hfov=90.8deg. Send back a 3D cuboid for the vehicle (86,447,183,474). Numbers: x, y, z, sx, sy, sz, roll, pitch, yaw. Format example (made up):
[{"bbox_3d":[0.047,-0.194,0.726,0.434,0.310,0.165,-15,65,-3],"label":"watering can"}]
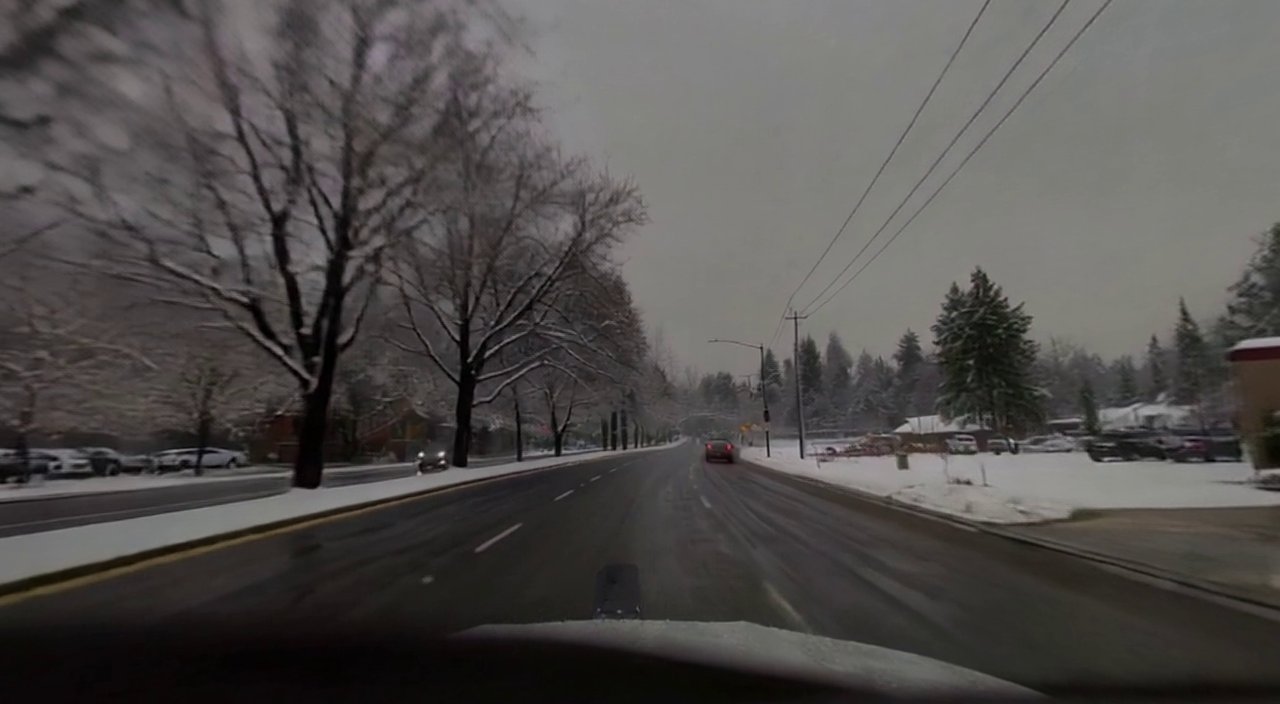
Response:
[{"bbox_3d":[-30.485,6.535,38.305,1.884,1.490,4.627,0,-9,2],"label":"vehicle"}]

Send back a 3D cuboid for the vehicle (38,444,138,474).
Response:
[{"bbox_3d":[-33.184,6.450,38.181,2.051,1.639,4.354,-1,-9,0],"label":"vehicle"}]
